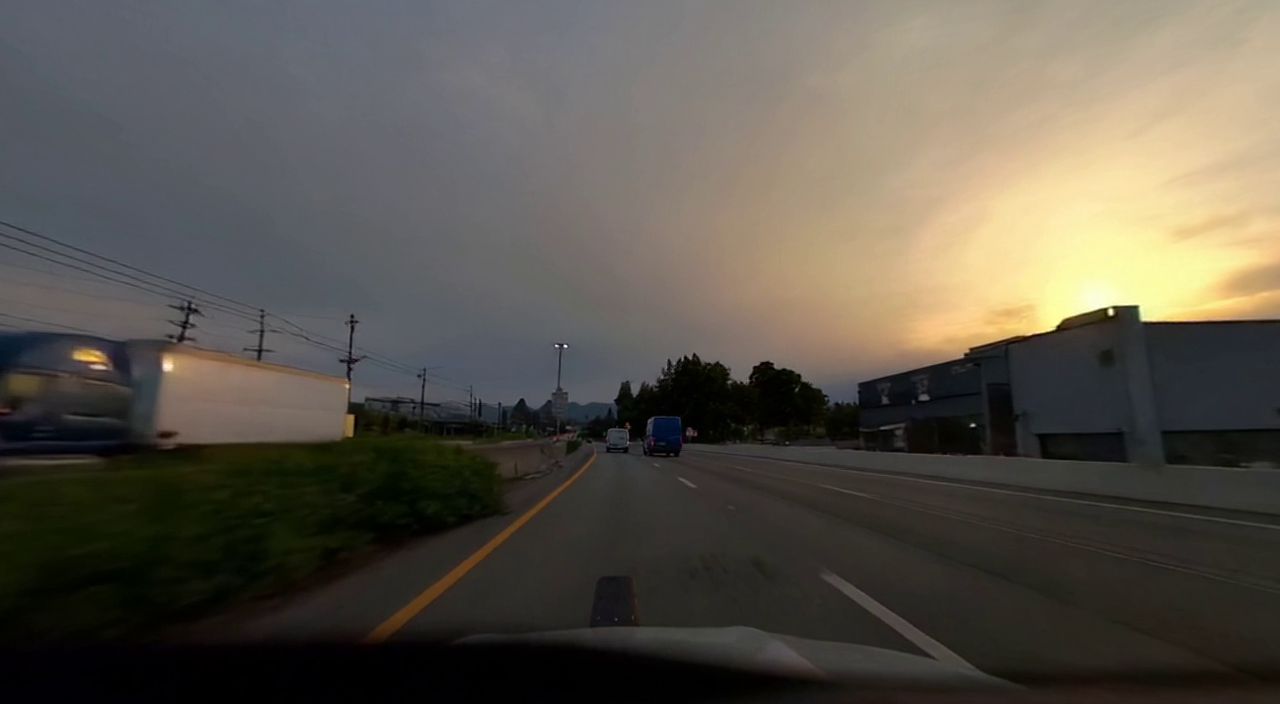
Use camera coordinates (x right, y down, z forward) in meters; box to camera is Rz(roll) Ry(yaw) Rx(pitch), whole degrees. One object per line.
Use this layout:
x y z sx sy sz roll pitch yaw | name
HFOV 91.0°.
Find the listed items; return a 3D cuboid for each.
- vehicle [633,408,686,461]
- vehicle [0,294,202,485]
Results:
1.151 5.478 41.683 2.713 3.140 6.640 0 -8 -5 | vehicle
-14.954 1.186 16.151 2.980 4.019 6.068 0 -8 -1 | vehicle
